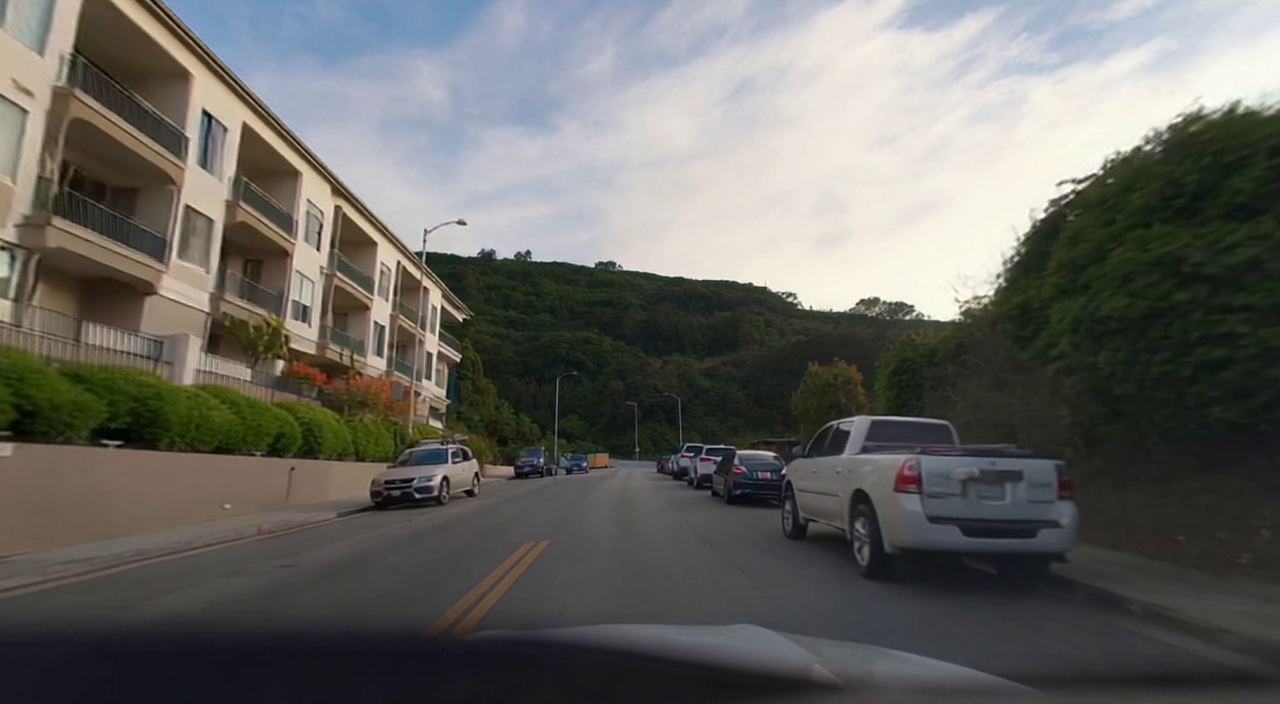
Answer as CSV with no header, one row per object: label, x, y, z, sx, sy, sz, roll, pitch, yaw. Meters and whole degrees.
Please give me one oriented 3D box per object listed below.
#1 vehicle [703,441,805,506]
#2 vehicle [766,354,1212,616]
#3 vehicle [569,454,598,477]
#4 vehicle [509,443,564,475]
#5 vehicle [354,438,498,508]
vehicle,3.042,3.335,17.799,1.926,1.602,4.433,0,-9,-2
vehicle,3.462,1.499,8.026,2.482,2.184,5.383,0,-9,-1
vehicle,-3.907,7.994,44.247,1.856,1.474,4.522,1,-11,-3
vehicle,-6.676,7.101,41.341,2.692,1.949,5.948,0,-11,-1
vehicle,-6.354,3.655,19.634,2.374,1.843,5.638,0,-8,1
